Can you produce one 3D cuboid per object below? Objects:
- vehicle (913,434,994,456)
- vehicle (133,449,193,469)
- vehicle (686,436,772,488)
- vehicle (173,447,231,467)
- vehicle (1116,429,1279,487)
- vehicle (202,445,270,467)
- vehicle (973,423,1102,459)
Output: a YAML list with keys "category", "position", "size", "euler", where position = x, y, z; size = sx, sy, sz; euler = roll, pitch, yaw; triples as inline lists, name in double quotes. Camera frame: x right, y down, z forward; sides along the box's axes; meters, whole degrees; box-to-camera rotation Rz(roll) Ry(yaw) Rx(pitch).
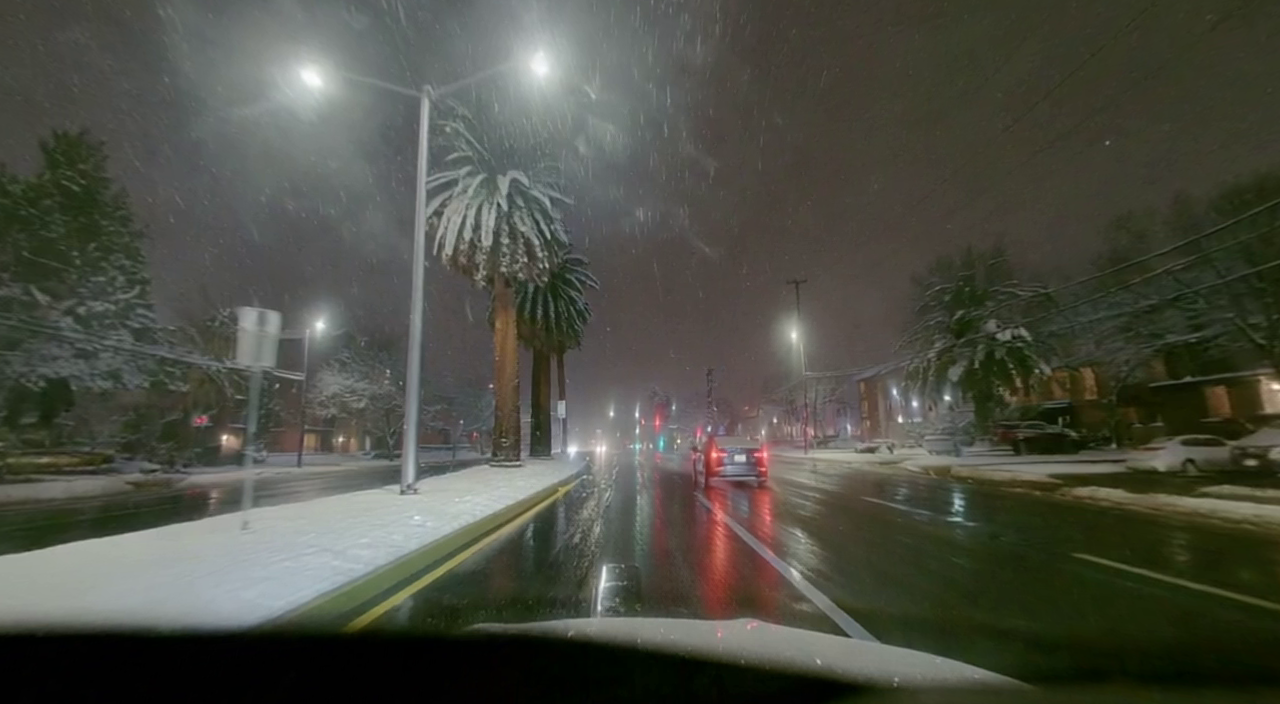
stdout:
- category: "vehicle"
  position: [22.297, 6.616, 45.028]
  size: [4.633, 1.518, 2.008]
  euler: [0, -8, -1]
- category: "vehicle"
  position: [-36.098, 8.083, 47.928]
  size: [1.777, 1.425, 3.875]
  euler: [0, -8, -5]
- category: "vehicle"
  position: [2.691, 3.446, 20.098]
  size: [1.964, 1.448, 4.295]
  euler: [0, -8, -2]
- category: "vehicle"
  position: [-33.605, 8.045, 48.590]
  size: [1.829, 1.492, 3.741]
  euler: [0, -8, -1]
- category: "vehicle"
  position: [16.363, 3.009, 18.181]
  size: [1.920, 1.430, 4.710]
  euler: [-1, -8, 4]
- category: "vehicle"
  position: [-30.965, 7.942, 48.586]
  size: [1.933, 1.586, 4.594]
  euler: [-1, -8, 3]
- category: "vehicle"
  position: [21.844, 4.921, 34.906]
  size: [5.644, 1.937, 2.174]
  euler: [0, -8, -1]
